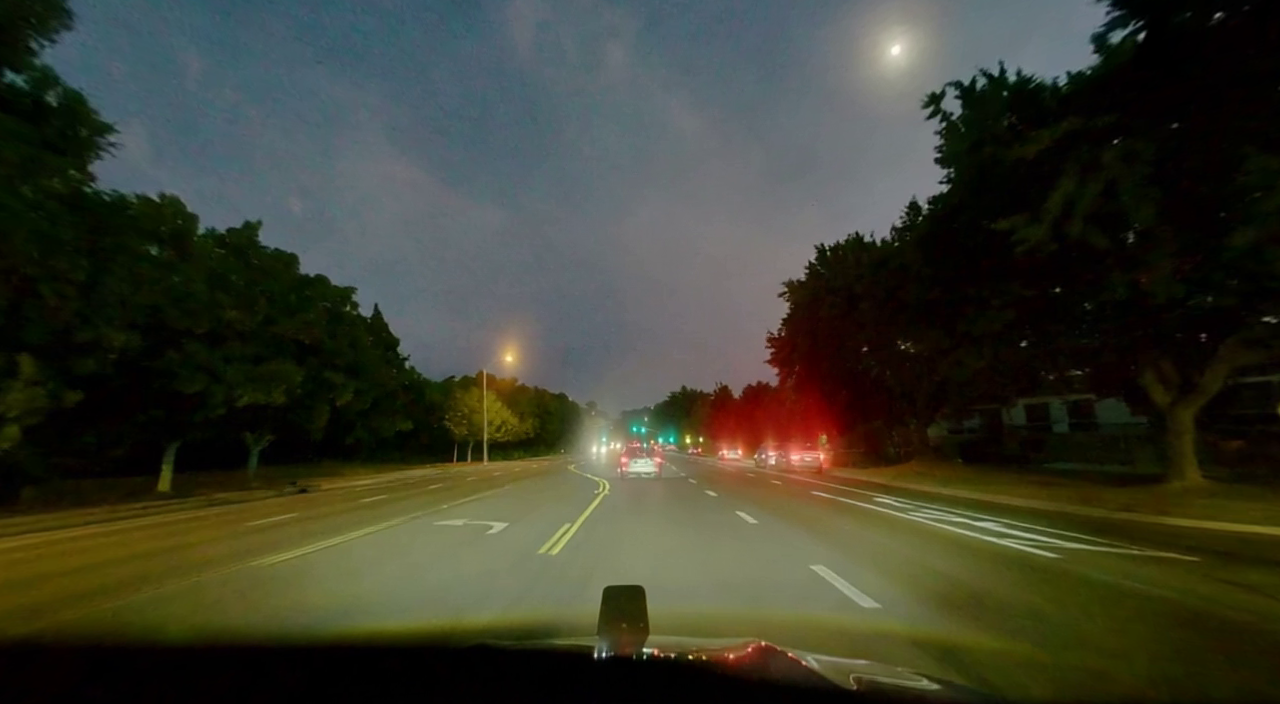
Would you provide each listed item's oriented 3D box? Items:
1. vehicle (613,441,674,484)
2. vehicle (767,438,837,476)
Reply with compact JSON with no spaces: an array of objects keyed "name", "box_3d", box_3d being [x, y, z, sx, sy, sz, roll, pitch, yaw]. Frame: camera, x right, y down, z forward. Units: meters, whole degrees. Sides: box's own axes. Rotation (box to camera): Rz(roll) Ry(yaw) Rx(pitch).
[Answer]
[{"name":"vehicle","box_3d":[0.103,4.134,23.880,2.099,1.470,4.302,0,-8,0]},{"name":"vehicle","box_3d":[8.273,5.411,32.772,2.185,1.818,5.038,0,-8,-2]}]
